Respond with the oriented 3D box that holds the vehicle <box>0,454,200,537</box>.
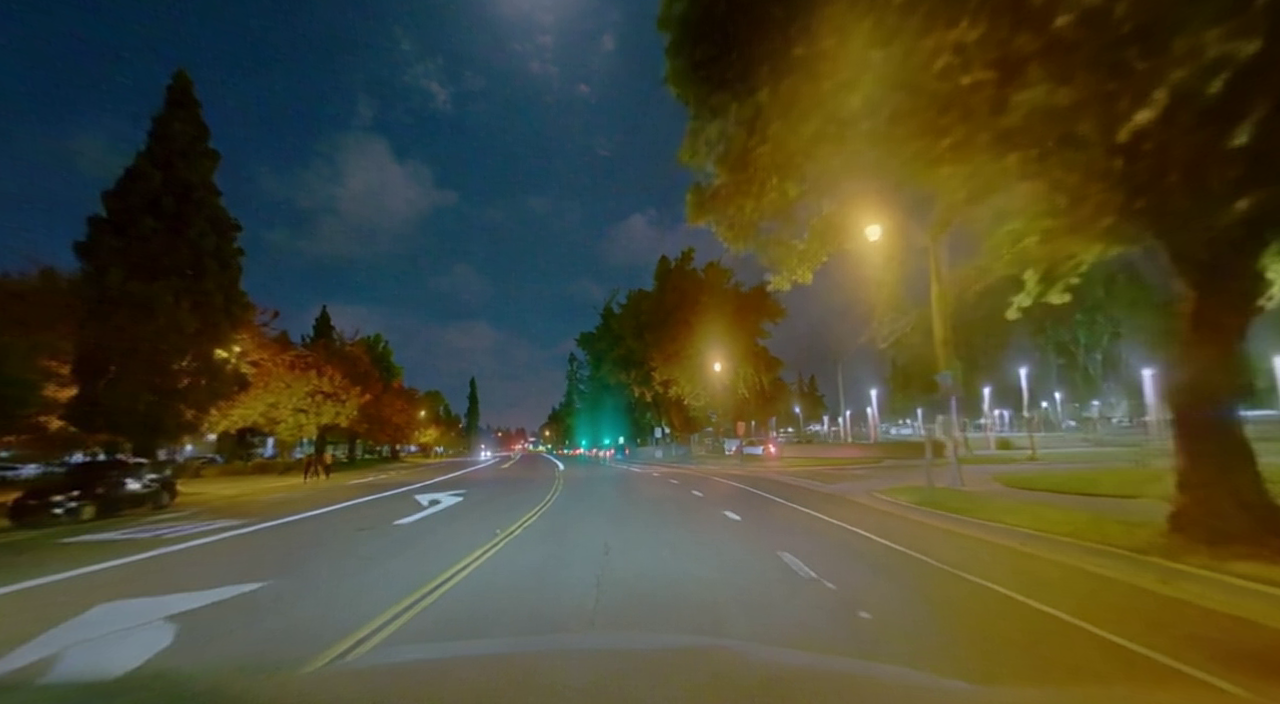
[{"bbox_3d":[-13.552,3.455,15.783,2.090,1.680,4.434,-3,-9,-3],"label":"vehicle"}]
